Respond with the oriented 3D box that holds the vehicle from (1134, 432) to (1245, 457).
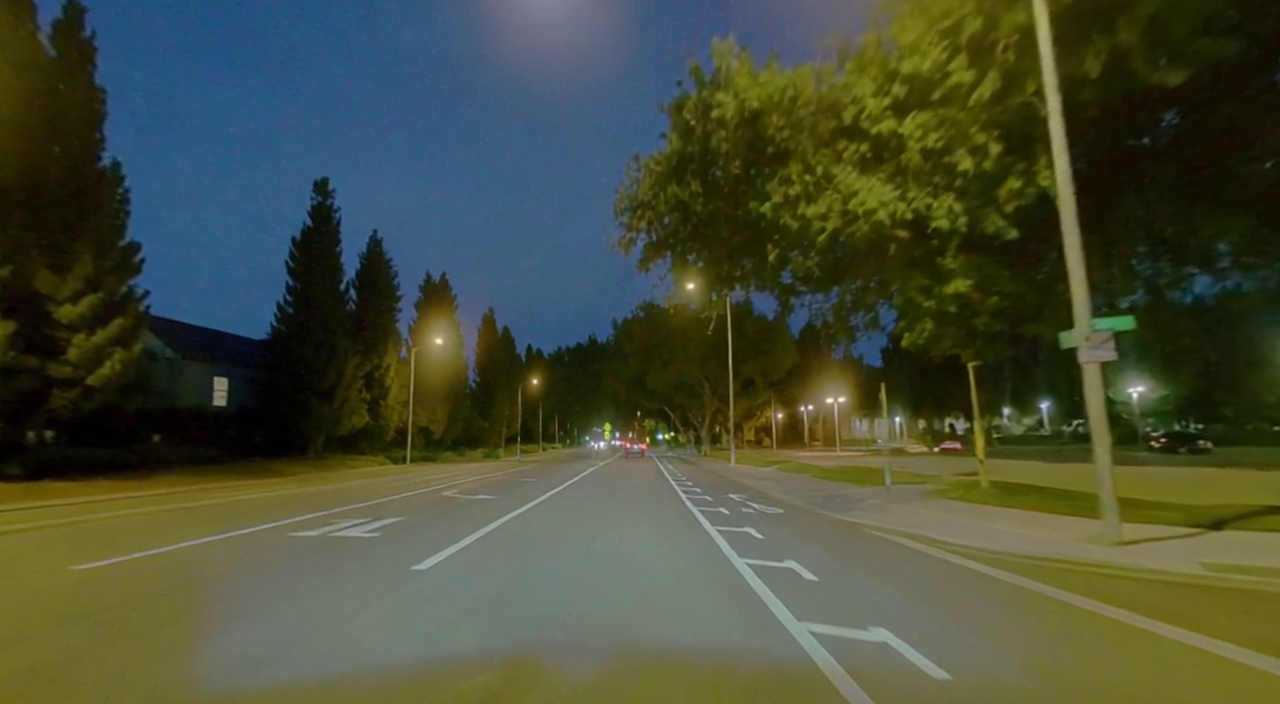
[{"bbox_3d":[33.427,5.650,38.530,4.864,1.474,1.871,0,-8,2],"label":"vehicle"}]
